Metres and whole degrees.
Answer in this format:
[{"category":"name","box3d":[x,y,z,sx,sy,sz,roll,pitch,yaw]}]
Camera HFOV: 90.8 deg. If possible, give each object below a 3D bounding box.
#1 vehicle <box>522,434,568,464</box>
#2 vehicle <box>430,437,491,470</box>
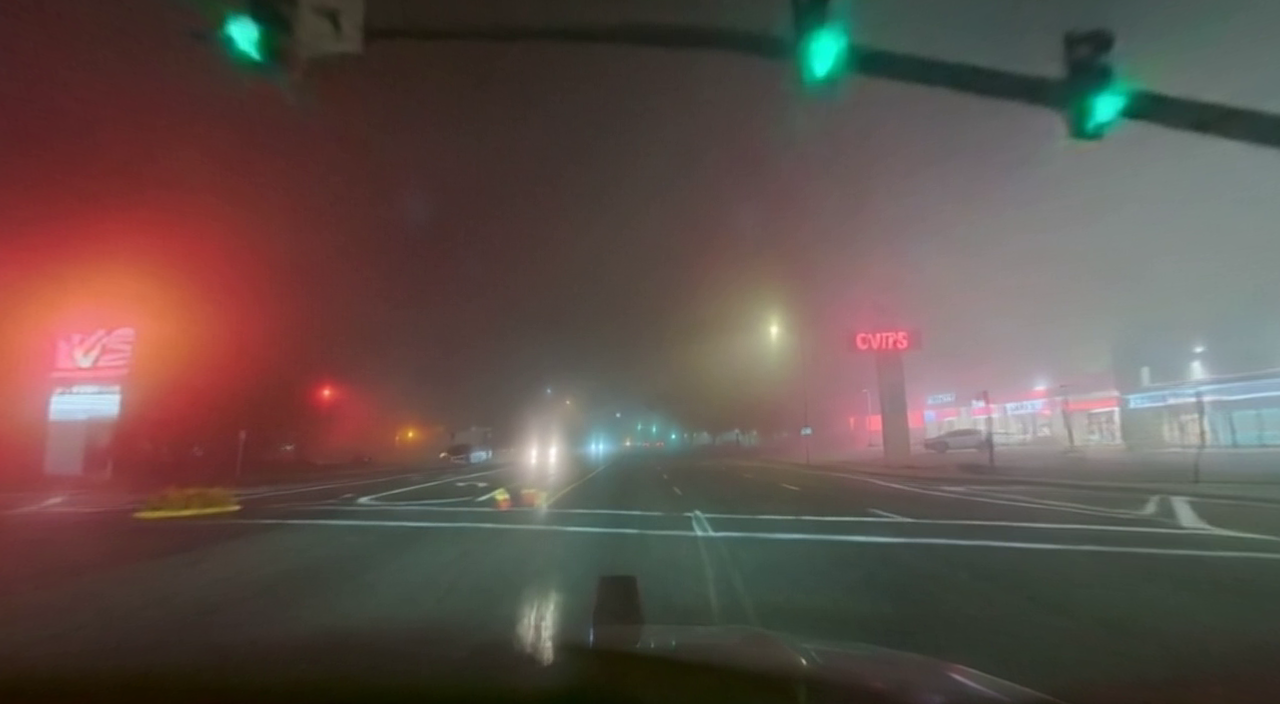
[{"category":"vehicle","box3d":[-5.828,6.040,39.385,2.129,1.748,4.555,-1,-8,1]},{"category":"vehicle","box3d":[-9.748,5.524,34.655,1.954,1.694,4.310,-1,-8,2]}]
